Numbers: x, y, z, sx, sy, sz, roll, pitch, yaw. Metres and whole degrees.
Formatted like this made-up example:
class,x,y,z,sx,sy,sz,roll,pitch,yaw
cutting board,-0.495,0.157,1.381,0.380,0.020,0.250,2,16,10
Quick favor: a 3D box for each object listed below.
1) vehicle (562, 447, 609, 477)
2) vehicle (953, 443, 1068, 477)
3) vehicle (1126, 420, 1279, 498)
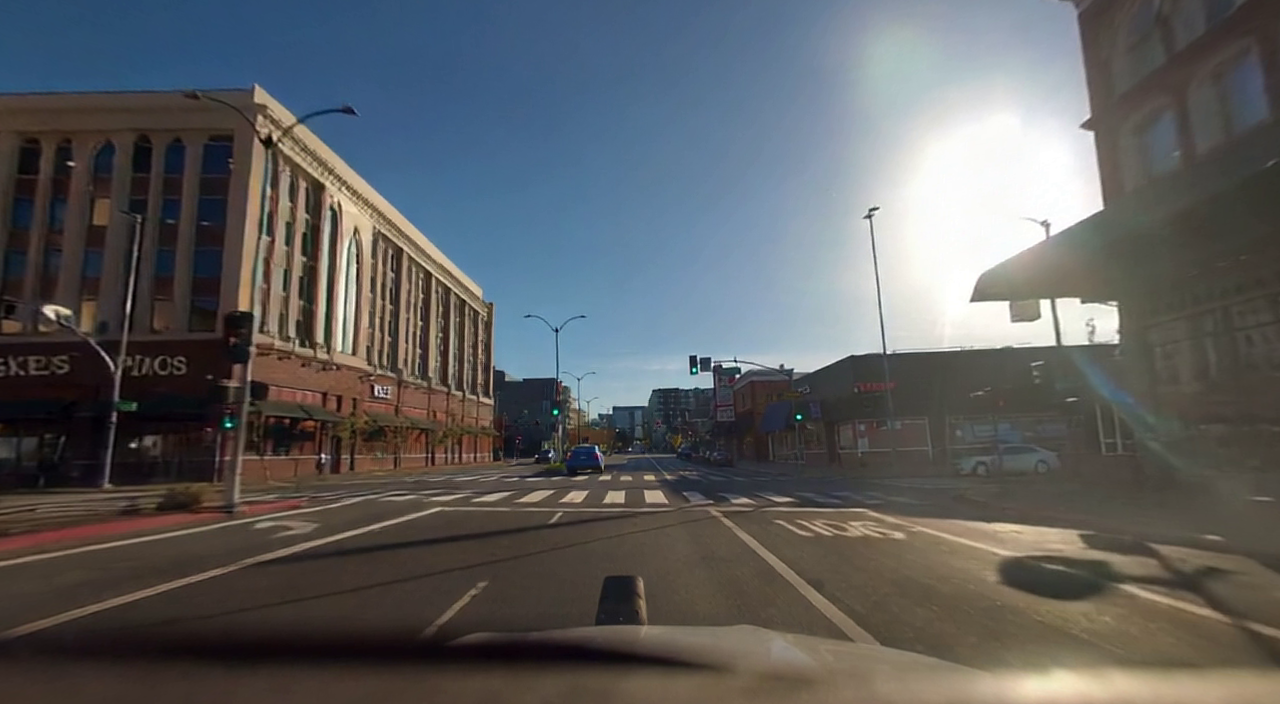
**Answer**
class,x,y,z,sx,sy,sz,roll,pitch,yaw
vehicle,-2.793,5.729,33.056,2.078,1.471,4.217,0,-9,0
vehicle,17.353,5.060,29.639,4.040,1.514,2.095,0,-9,-2
vehicle,14.946,2.559,15.243,4.568,1.729,2.131,0,-9,-2
